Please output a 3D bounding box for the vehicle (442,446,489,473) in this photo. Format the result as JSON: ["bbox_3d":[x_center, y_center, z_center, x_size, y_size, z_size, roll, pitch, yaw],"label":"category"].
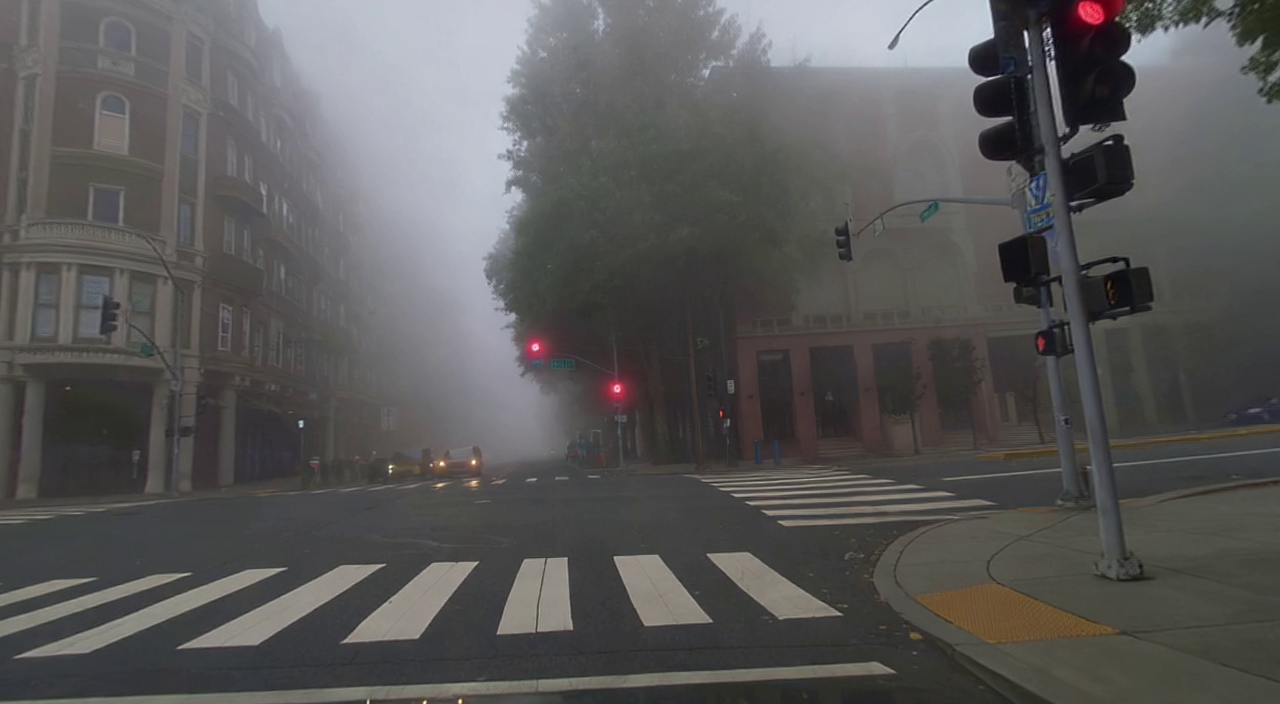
[{"bbox_3d":[-10.447,6.468,38.162,2.196,1.503,4.371,1,-9,-8],"label":"vehicle"}]

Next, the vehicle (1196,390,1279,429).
[{"bbox_3d":[28.460,2.695,28.982,4.626,1.636,2.004,2,-9,-14],"label":"vehicle"}]
